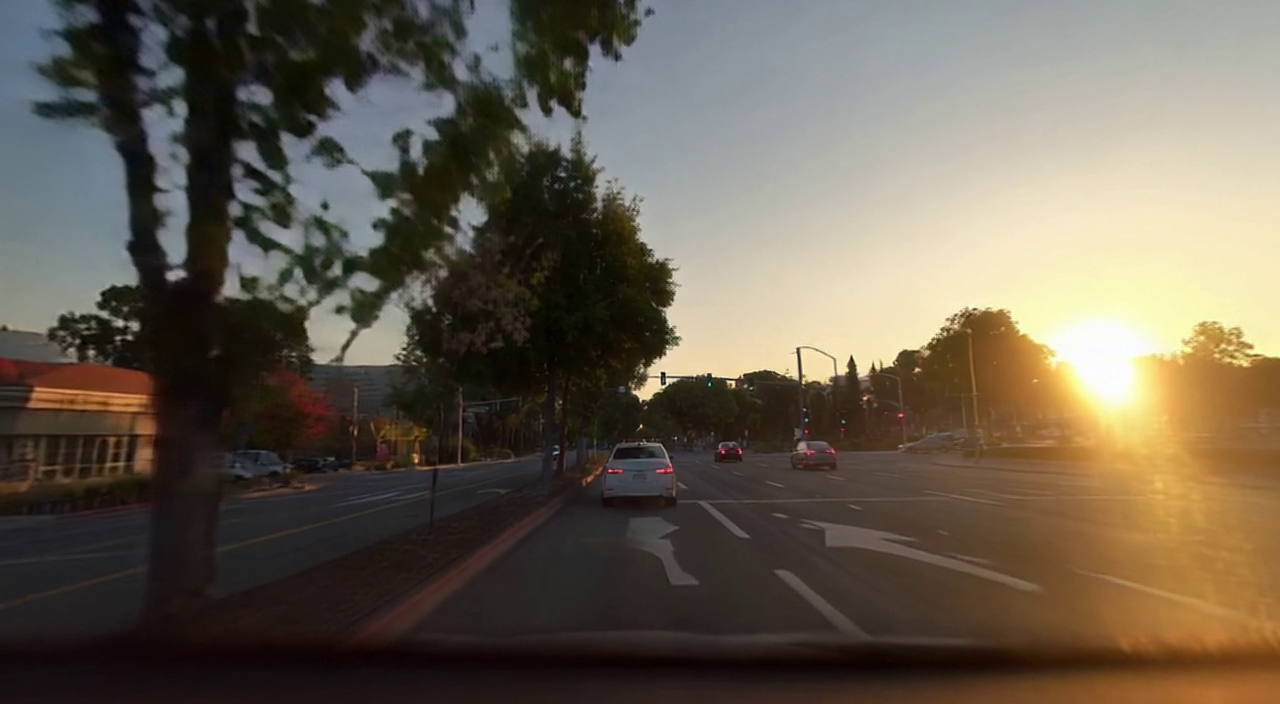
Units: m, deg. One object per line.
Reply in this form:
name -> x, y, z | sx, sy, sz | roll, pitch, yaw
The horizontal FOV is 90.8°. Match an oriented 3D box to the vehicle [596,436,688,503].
vehicle -> 0.008, 2.947, 16.229 | 2.064, 1.477, 3.968 | 0, -9, -1

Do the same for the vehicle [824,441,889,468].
vehicle -> 12.604, 5.987, 37.127 | 2.059, 1.482, 4.568 | 0, -9, -1

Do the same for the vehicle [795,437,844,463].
vehicle -> 13.111, 7.186, 46.513 | 1.981, 1.746, 5.375 | 0, -9, -1

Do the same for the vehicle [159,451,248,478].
vehicle -> -30.977, 7.935, 44.893 | 4.758, 1.809, 2.114 | 8, -12, -44
